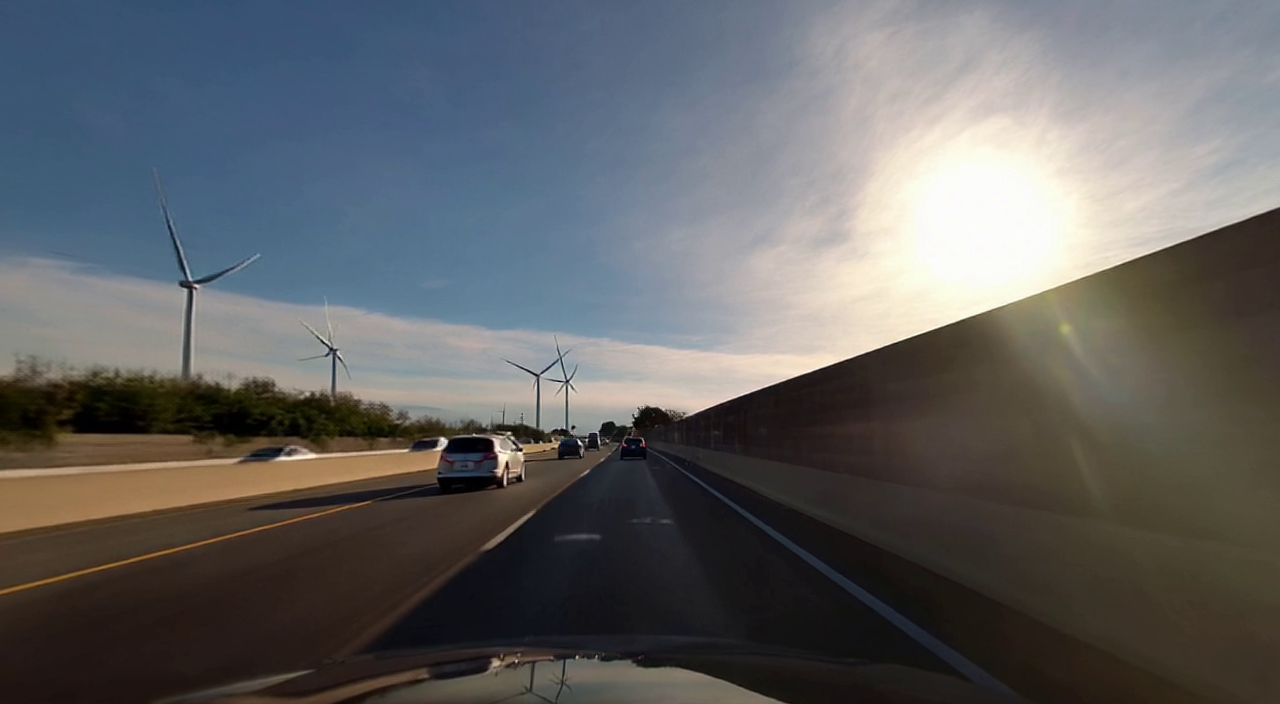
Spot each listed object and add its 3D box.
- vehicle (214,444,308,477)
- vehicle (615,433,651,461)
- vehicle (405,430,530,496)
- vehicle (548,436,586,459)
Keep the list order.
[{"bbox_3d":[-17.911,5.111,29.994,2.016,1.400,3.994,0,-8,-1],"label":"vehicle"},{"bbox_3d":[-0.444,5.516,36.811,2.027,1.550,3.607,0,-8,-2],"label":"vehicle"},{"bbox_3d":[-4.324,2.841,16.686,1.998,1.468,4.635,0,-8,0],"label":"vehicle"},{"bbox_3d":[-4.706,6.177,40.892,2.059,1.436,3.802,0,-8,-1],"label":"vehicle"}]
